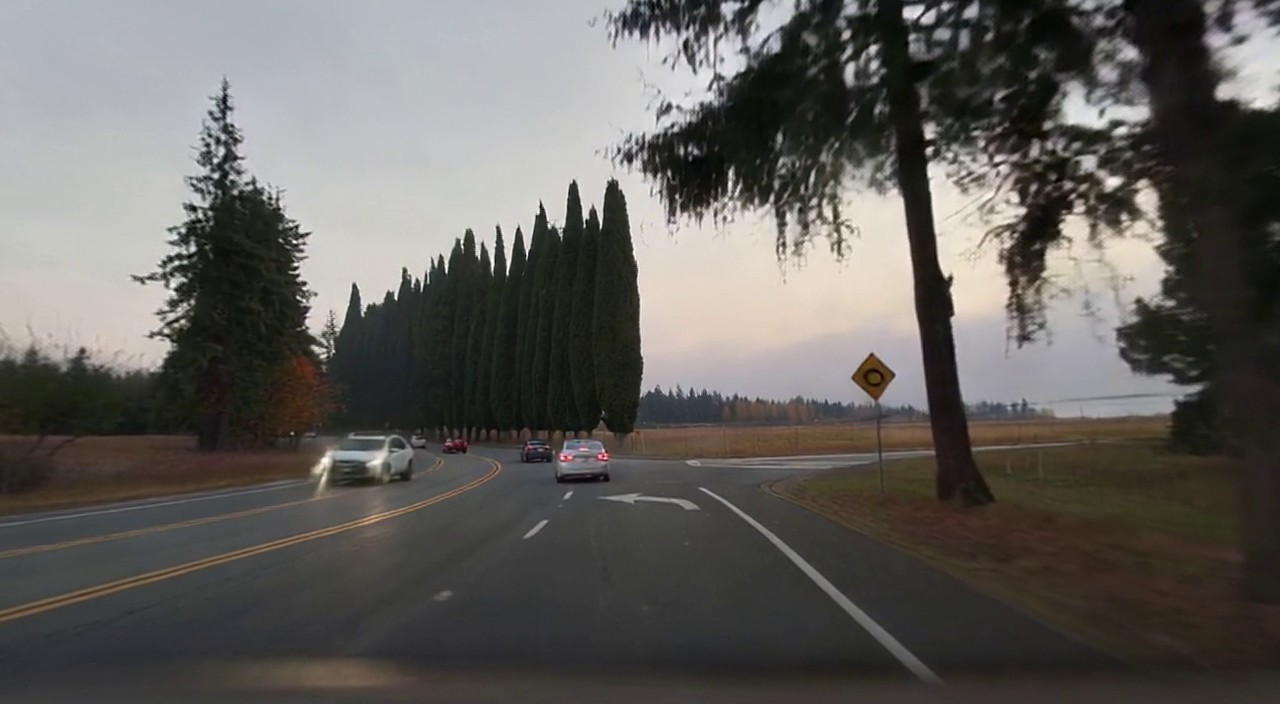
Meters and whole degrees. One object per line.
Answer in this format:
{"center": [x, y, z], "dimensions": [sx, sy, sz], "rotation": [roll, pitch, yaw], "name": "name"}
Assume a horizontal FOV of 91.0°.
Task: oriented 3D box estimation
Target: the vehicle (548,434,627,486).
{"center": [-1.844, 3.518, 20.734], "dimensions": [2.296, 1.510, 4.068], "rotation": [1, -9, -9], "name": "vehicle"}

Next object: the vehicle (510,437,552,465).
{"center": [-6.502, 5.841, 37.307], "dimensions": [2.080, 1.530, 3.719], "rotation": [2, -9, -14], "name": "vehicle"}
